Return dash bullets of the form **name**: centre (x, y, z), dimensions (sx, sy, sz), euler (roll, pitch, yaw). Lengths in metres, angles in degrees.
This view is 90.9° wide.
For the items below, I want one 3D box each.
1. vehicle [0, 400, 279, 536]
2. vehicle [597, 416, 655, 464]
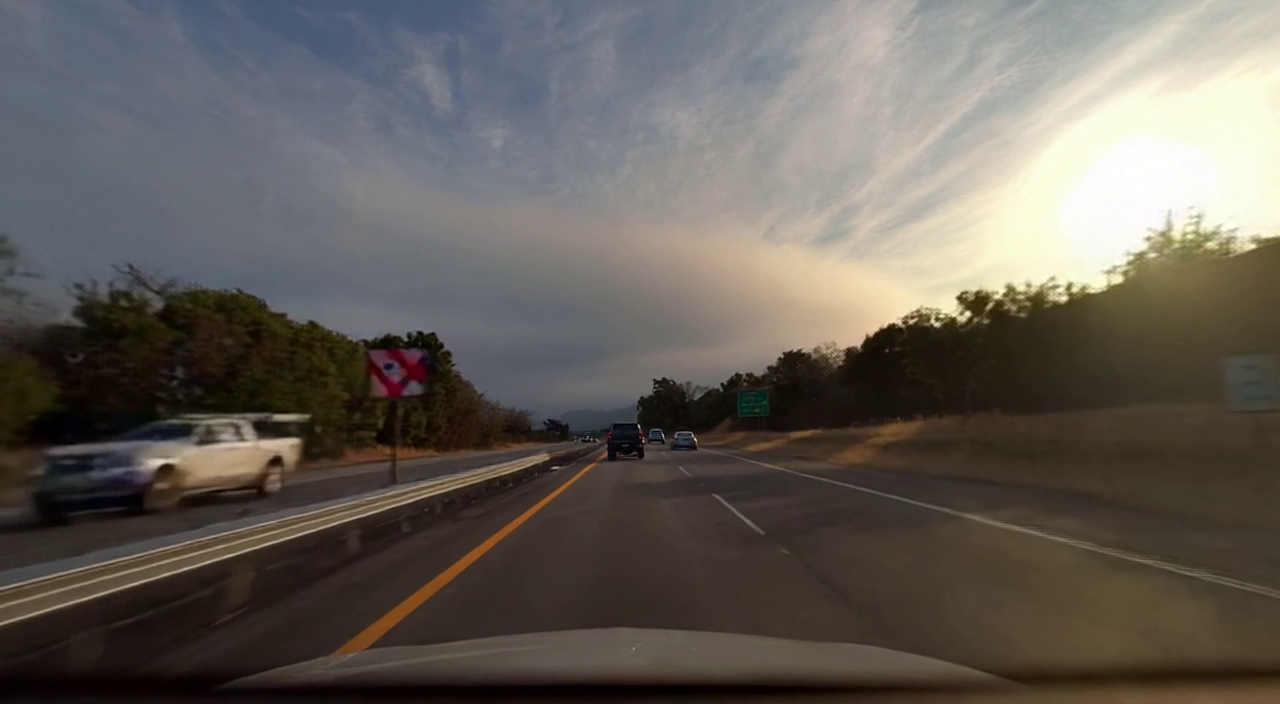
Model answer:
- **vehicle**: centre (-9.118, 1.974, 11.465), dimensions (2.120, 1.905, 5.052), euler (0, -8, -1)
- **vehicle**: centre (-0.659, 4.124, 29.504), dimensions (2.503, 2.044, 4.633), euler (0, -8, -1)
